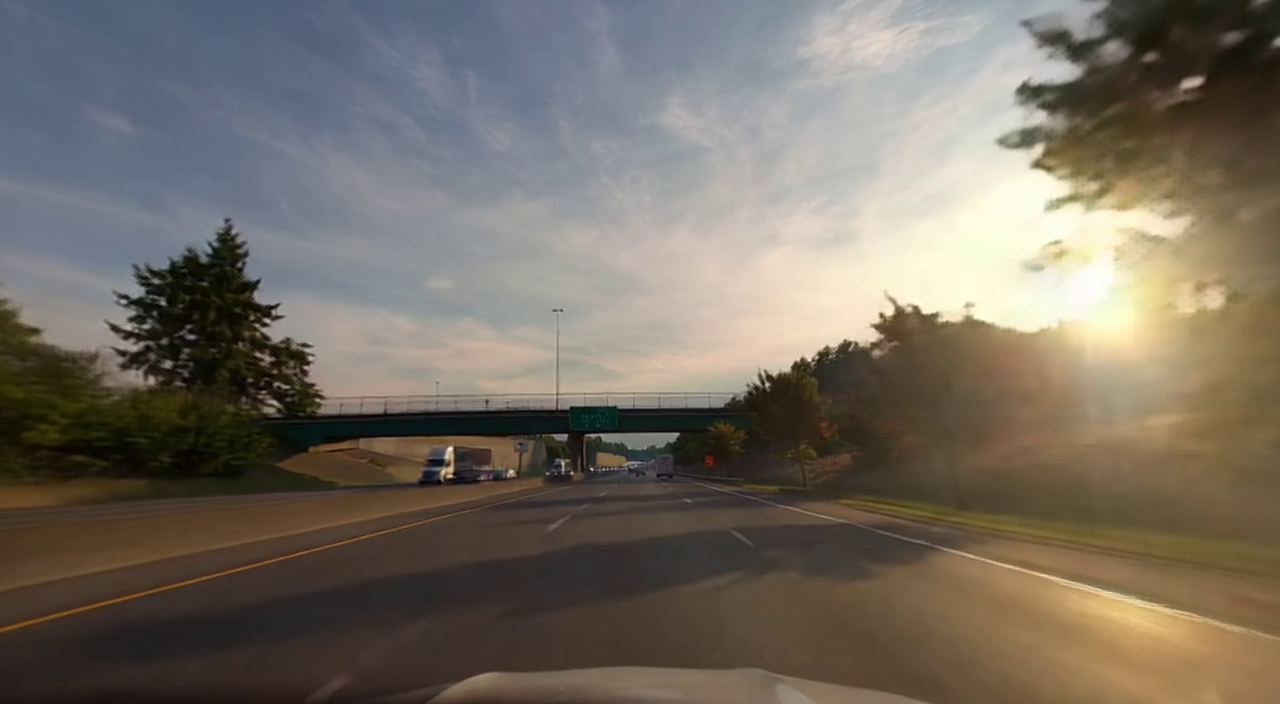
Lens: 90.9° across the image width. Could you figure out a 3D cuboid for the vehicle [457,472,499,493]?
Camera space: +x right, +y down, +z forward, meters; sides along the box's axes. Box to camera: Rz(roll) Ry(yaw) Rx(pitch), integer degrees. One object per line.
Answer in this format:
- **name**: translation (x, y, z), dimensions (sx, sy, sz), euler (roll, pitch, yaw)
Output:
- **vehicle**: translation (-12.072, 9.745, 47.320), dimensions (1.925, 1.436, 4.717), euler (1, -10, 0)
